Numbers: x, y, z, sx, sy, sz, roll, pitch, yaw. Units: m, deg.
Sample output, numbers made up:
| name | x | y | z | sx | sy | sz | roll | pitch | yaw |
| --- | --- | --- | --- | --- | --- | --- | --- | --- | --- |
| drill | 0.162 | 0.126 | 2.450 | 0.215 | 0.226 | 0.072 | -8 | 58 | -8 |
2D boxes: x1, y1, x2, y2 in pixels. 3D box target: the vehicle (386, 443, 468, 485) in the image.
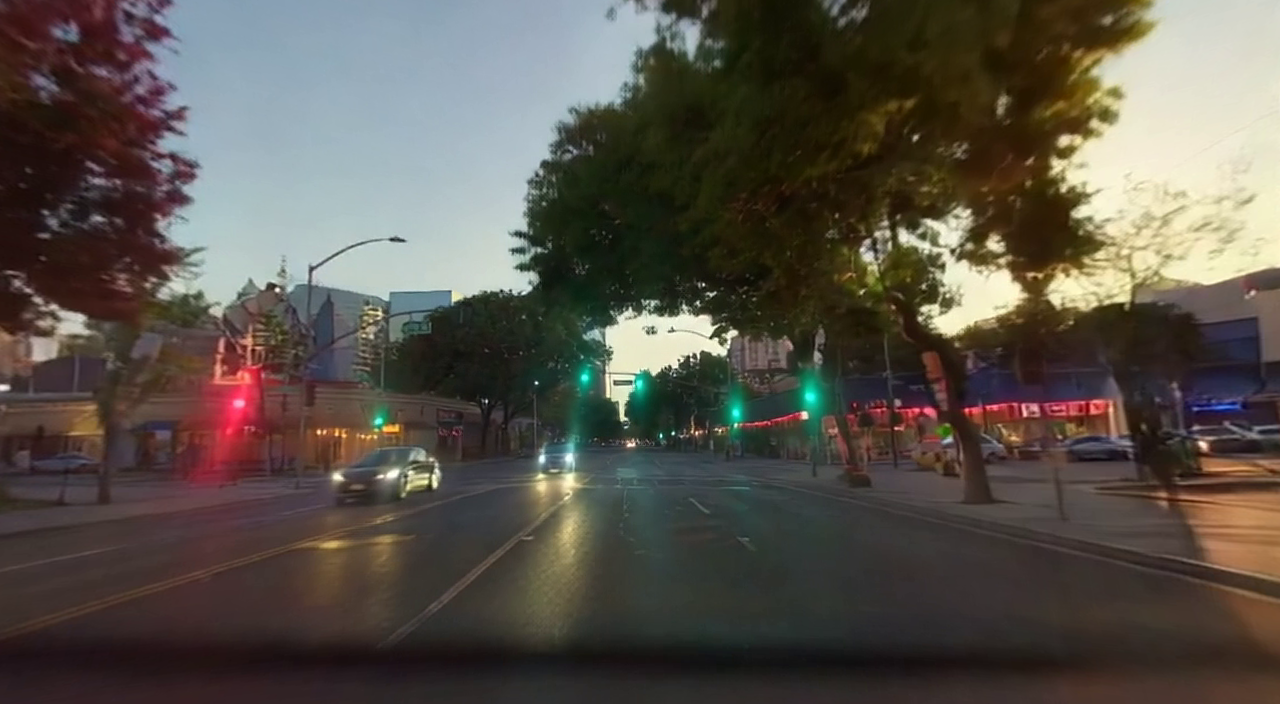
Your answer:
| name | x | y | z | sx | sy | sz | roll | pitch | yaw |
| --- | --- | --- | --- | --- | --- | --- | --- | --- | --- |
| vehicle | -8.727 | 4.590 | 26.198 | 1.978 | 1.561 | 3.907 | 0 | -8 | 1 |

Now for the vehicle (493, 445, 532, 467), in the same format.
| name | x | y | z | sx | sy | sz | roll | pitch | yaw |
| --- | --- | --- | --- | --- | --- | --- | --- | --- | --- |
| vehicle | -9.405 | 7.708 | 46.734 | 2.071 | 1.534 | 4.025 | 0 | -8 | 0 |

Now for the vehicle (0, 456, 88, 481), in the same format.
| name | x | y | z | sx | sy | sz | roll | pitch | yaw |
| --- | --- | --- | --- | --- | --- | --- | --- | --- | --- |
| vehicle | -36.972 | 7.121 | 38.633 | 4.338 | 1.447 | 1.985 | 0 | -8 | 0 |

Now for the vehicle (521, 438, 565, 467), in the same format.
| name | x | y | z | sx | sy | sz | roll | pitch | yaw |
| --- | --- | --- | --- | --- | --- | --- | --- | --- | --- |
| vehicle | -6.205 | 6.508 | 40.878 | 2.041 | 1.756 | 4.392 | 0 | -8 | 1 |

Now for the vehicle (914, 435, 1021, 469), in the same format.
| name | x | y | z | sx | sy | sz | roll | pitch | yaw |
| --- | --- | --- | --- | --- | --- | --- | --- | --- | --- |
| vehicle | 16.628 | 5.091 | 32.128 | 4.299 | 1.679 | 2.011 | 0 | -8 | -1 |
